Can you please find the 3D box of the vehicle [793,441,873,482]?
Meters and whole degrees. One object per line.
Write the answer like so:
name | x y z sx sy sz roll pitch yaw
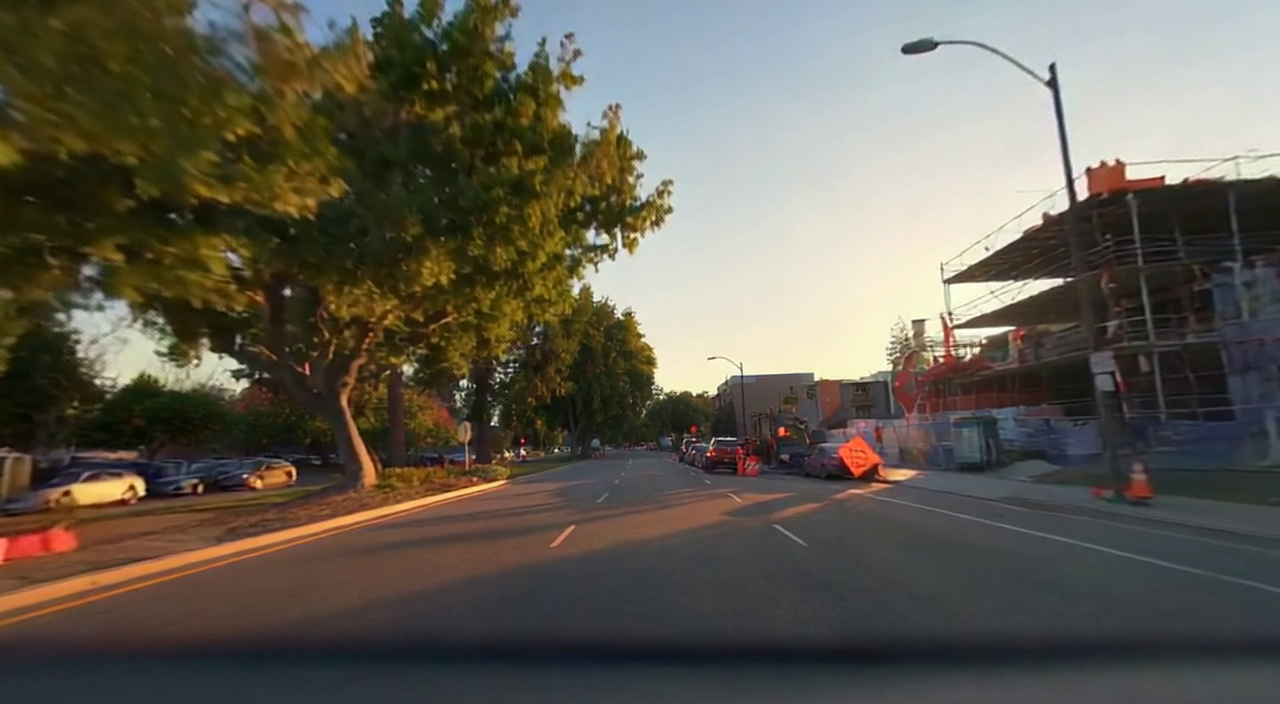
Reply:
vehicle | 7.572 4.304 25.173 1.933 1.483 4.330 0 -8 1

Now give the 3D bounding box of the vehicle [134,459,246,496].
vehicle | -21.468 5.971 30.384 1.900 1.490 4.775 0 -8 0

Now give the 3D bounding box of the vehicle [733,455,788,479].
vehicle | 5.097 4.899 26.927 1.973 0.903 2.151 0 -8 2

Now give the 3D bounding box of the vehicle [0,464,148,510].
vehicle | -21.556 5.073 24.091 1.847 1.445 4.441 0 -8 0

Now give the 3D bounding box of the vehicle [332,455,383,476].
vehicle | -21.580 8.660 48.301 1.811 1.480 4.425 0 -8 0

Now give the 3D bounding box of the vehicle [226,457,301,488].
vehicle | -21.695 6.904 36.478 1.832 1.583 4.083 0 -8 -1

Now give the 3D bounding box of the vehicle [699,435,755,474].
vehicle | 4.407 5.249 32.597 2.050 1.832 4.794 0 -8 -2
